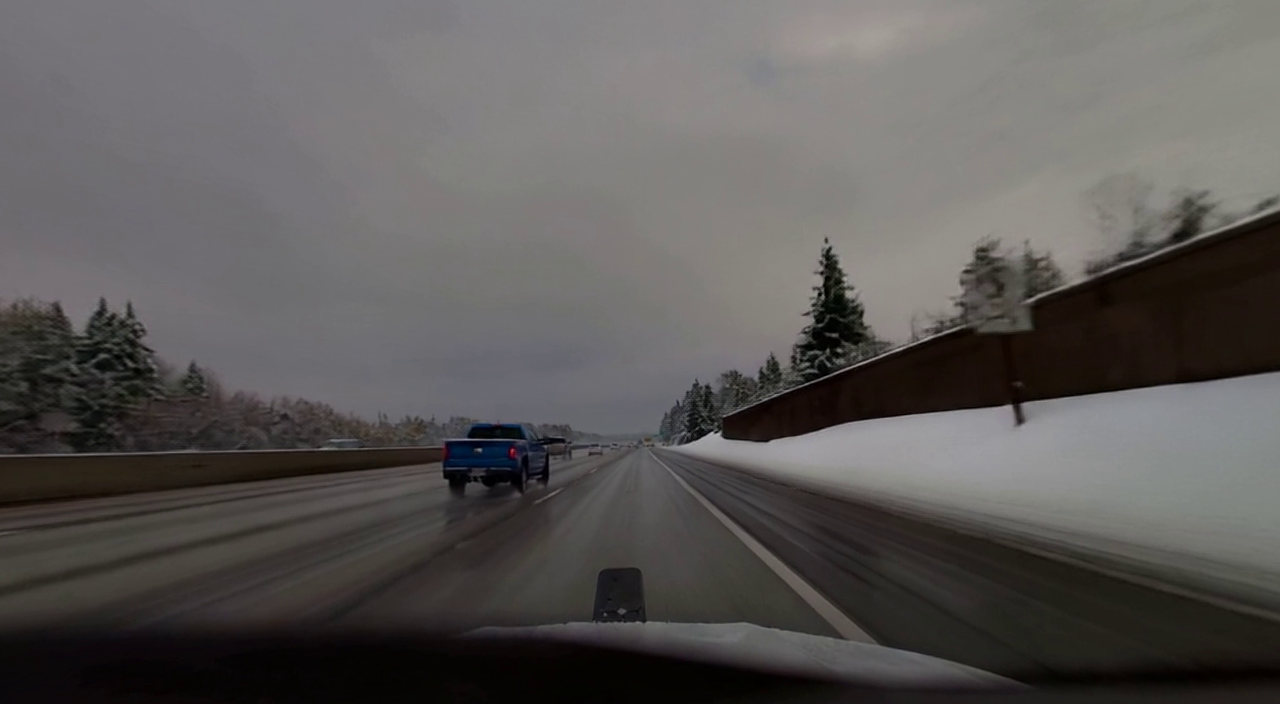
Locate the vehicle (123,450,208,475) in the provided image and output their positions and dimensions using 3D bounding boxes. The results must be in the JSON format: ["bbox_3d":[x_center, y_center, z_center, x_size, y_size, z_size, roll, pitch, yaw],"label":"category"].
[{"bbox_3d":[-33.040,7.677,44.079,1.909,1.555,5.107,0,-8,1],"label":"vehicle"}]

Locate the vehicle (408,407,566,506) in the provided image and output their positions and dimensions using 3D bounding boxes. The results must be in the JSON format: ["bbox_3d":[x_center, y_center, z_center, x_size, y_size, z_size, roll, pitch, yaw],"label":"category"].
[{"bbox_3d":[-3.760,2.774,17.126,2.604,2.170,6.271,0,-8,1],"label":"vehicle"}]
